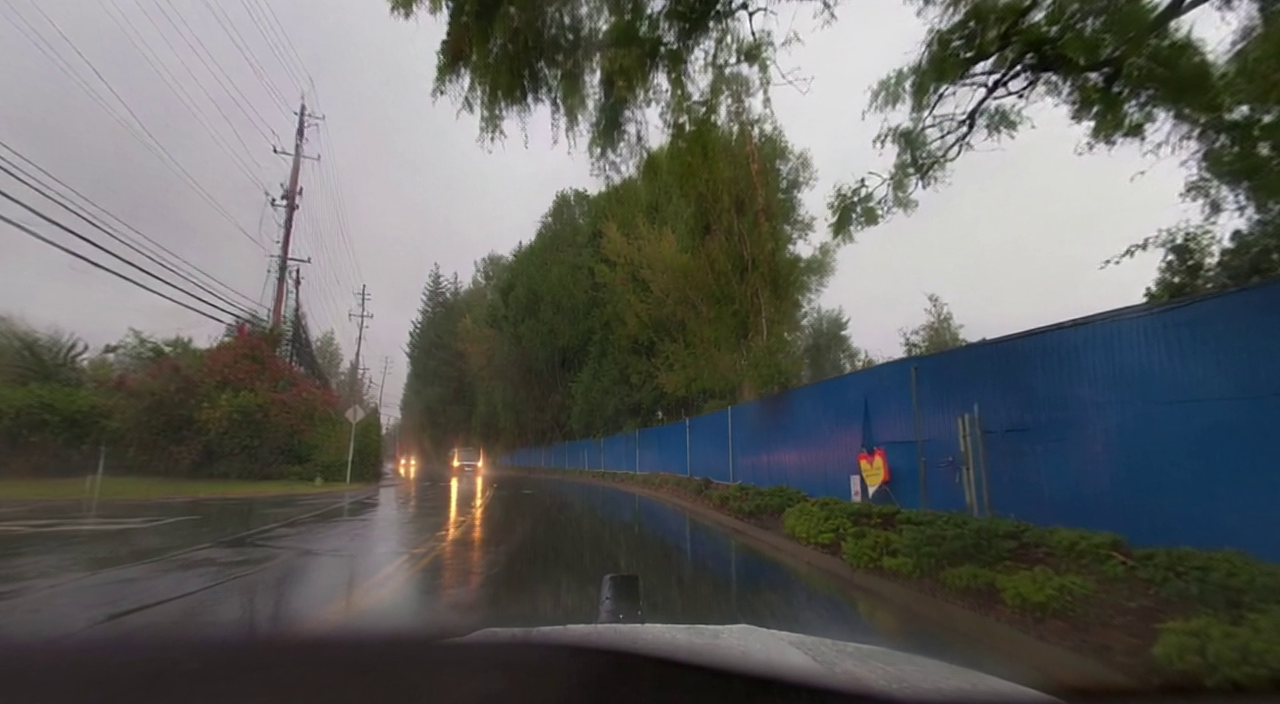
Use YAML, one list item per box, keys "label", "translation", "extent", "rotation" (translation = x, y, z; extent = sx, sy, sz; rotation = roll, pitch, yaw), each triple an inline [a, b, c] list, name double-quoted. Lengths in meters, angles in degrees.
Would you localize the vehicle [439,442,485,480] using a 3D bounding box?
- label: "vehicle"
  translation: [-9.740, 5.920, 34.551]
  extent: [2.185, 1.901, 4.177]
  rotation: [2, -9, -16]
